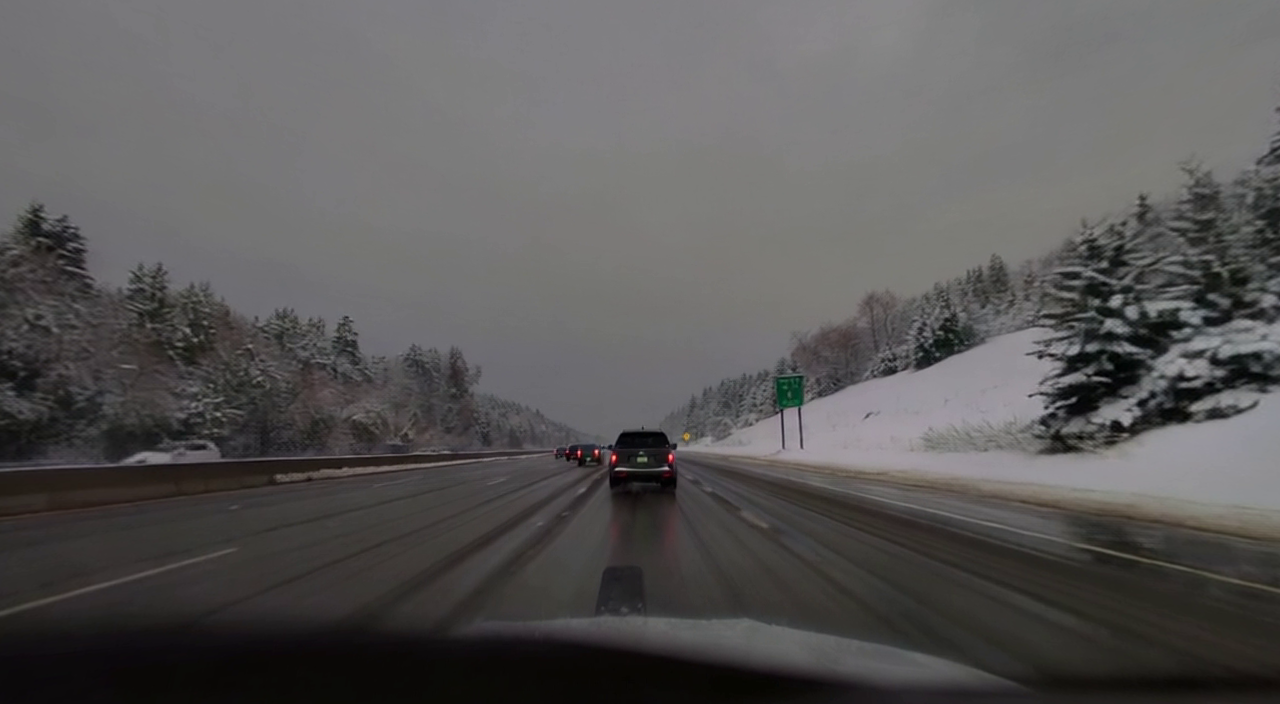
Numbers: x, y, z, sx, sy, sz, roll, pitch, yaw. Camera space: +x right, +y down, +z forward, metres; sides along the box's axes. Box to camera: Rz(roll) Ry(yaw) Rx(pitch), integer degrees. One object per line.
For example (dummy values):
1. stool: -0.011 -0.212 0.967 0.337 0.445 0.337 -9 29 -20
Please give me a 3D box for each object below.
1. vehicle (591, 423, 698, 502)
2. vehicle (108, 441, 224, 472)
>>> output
1. vehicle: 0.113 2.872 16.693 2.447 1.804 4.273 0 -9 0
2. vehicle: -27.845 6.140 37.396 2.221 1.698 5.860 0 -9 1
